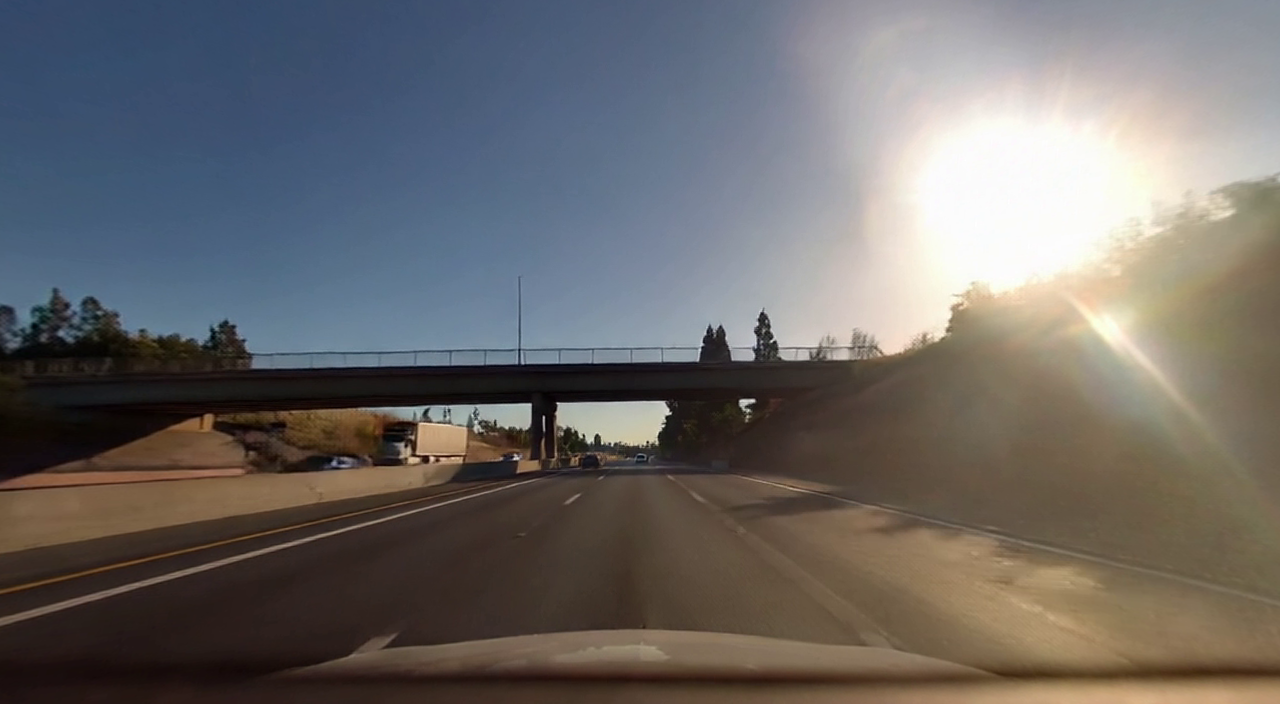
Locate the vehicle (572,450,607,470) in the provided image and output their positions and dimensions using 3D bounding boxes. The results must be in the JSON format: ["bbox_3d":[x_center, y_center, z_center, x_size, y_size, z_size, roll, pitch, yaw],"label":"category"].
[{"bbox_3d":[-3.862,8.342,48.917,2.293,1.462,4.452,0,-9,0],"label":"vehicle"}]

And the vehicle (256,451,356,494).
[{"bbox_3d":[-12.131,4.371,23.148,1.759,1.410,3.550,0,-9,-1],"label":"vehicle"}]
